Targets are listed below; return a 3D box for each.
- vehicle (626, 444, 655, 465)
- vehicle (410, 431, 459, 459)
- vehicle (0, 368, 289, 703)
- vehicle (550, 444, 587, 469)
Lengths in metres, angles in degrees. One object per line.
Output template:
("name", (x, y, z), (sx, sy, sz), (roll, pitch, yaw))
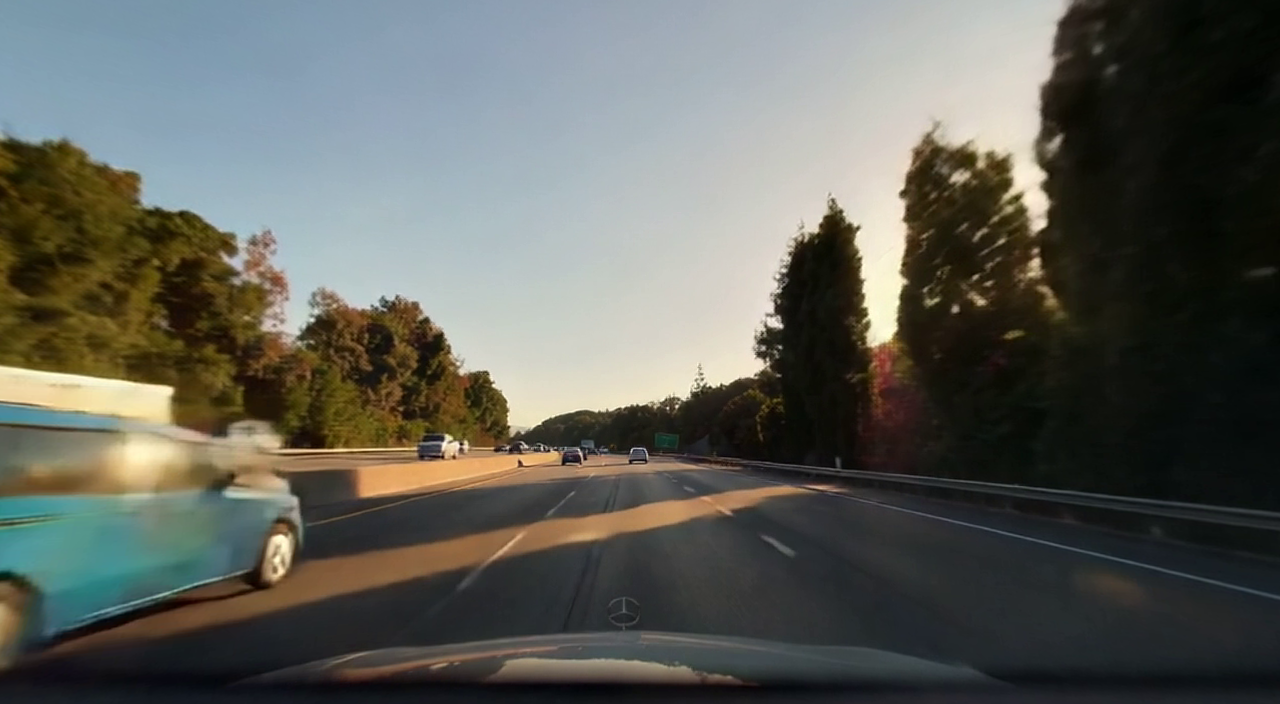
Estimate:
("vehicle", (0.020, 7.694, 47.356), (2.008, 1.499, 3.192), (0, -9, -3))
("vehicle", (-14.085, 6.419, 43.515), (1.943, 1.806, 4.604), (0, -9, -1))
("vehicle", (-4.280, 1.002, 3.683), (2.088, 1.675, 4.108), (0, -9, 0))
("vehicle", (-4.625, 6.831, 41.522), (2.054, 1.500, 4.469), (0, -9, -1))
